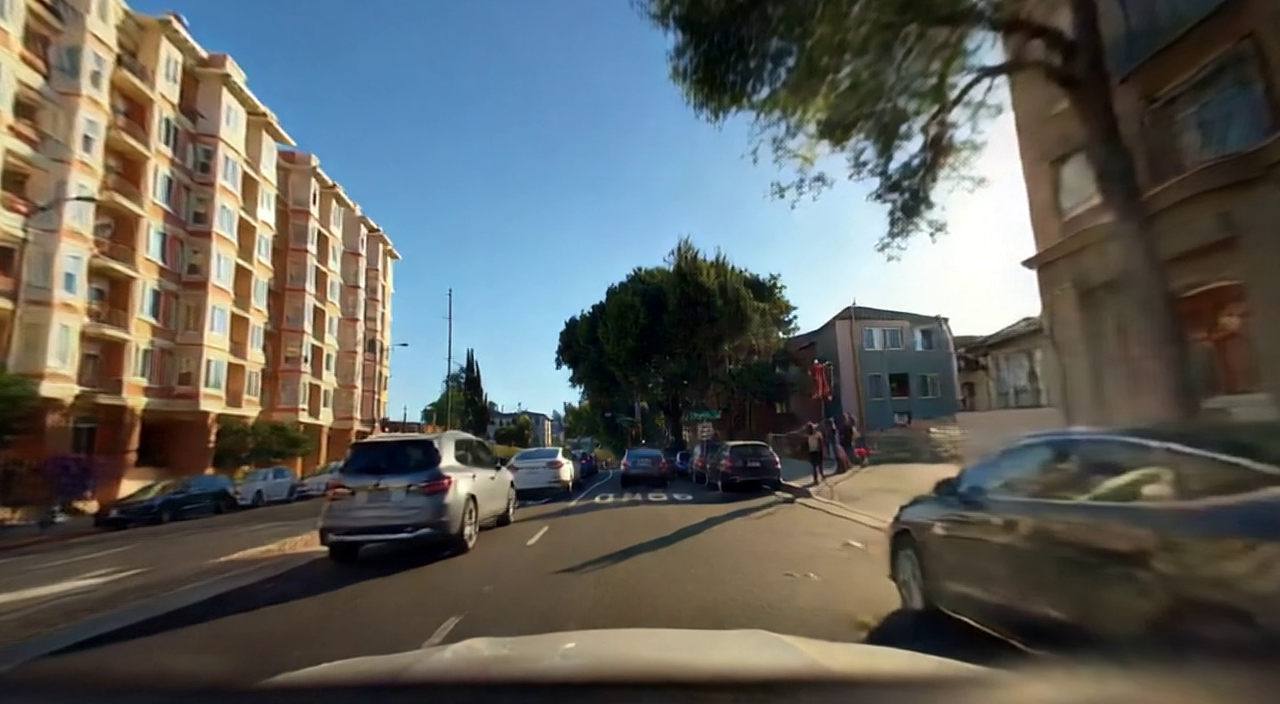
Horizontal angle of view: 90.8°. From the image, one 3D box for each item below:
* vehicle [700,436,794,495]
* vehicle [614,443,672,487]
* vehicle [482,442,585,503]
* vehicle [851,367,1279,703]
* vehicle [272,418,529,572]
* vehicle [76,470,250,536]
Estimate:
[{"bbox_3d":[2.941,3.210,18.328,1.933,1.501,4.349,0,-8,0],"label":"vehicle"},{"bbox_3d":[0.074,4.189,23.734,2.026,1.496,3.701,0,-8,-1],"label":"vehicle"},{"bbox_3d":[-2.816,3.285,17.791,2.109,1.477,4.509,0,-8,0],"label":"vehicle"},{"bbox_3d":[3.033,1.034,3.497,2.077,1.532,4.694,0,-8,0],"label":"vehicle"},{"bbox_3d":[-3.055,1.902,9.288,2.065,1.705,4.353,0,-8,0],"label":"vehicle"},{"bbox_3d":[-13.963,4.389,18.906,1.844,1.499,4.421,0,-8,-1],"label":"vehicle"}]
